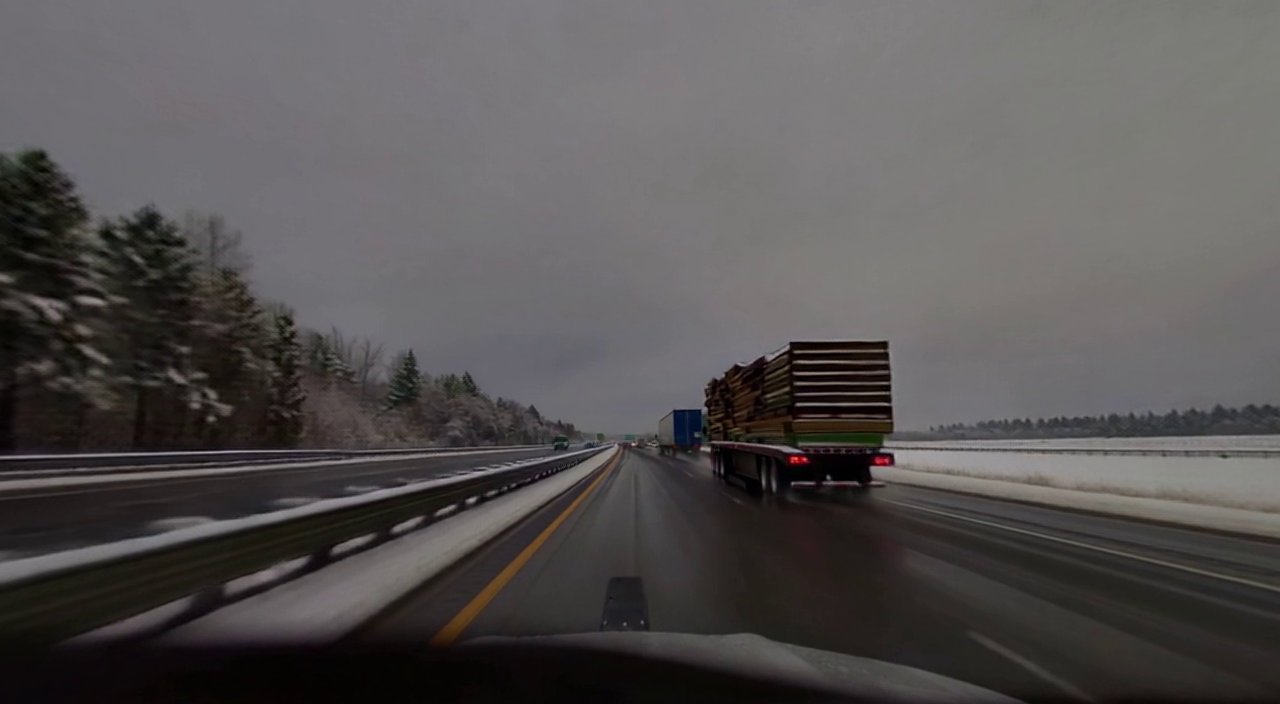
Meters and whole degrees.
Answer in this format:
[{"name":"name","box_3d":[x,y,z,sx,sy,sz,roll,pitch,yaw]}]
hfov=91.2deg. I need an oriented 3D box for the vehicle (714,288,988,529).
[{"name":"vehicle","box_3d":[4.344,1.844,17.550,3.024,4.065,13.796,-1,-8,1]}]
